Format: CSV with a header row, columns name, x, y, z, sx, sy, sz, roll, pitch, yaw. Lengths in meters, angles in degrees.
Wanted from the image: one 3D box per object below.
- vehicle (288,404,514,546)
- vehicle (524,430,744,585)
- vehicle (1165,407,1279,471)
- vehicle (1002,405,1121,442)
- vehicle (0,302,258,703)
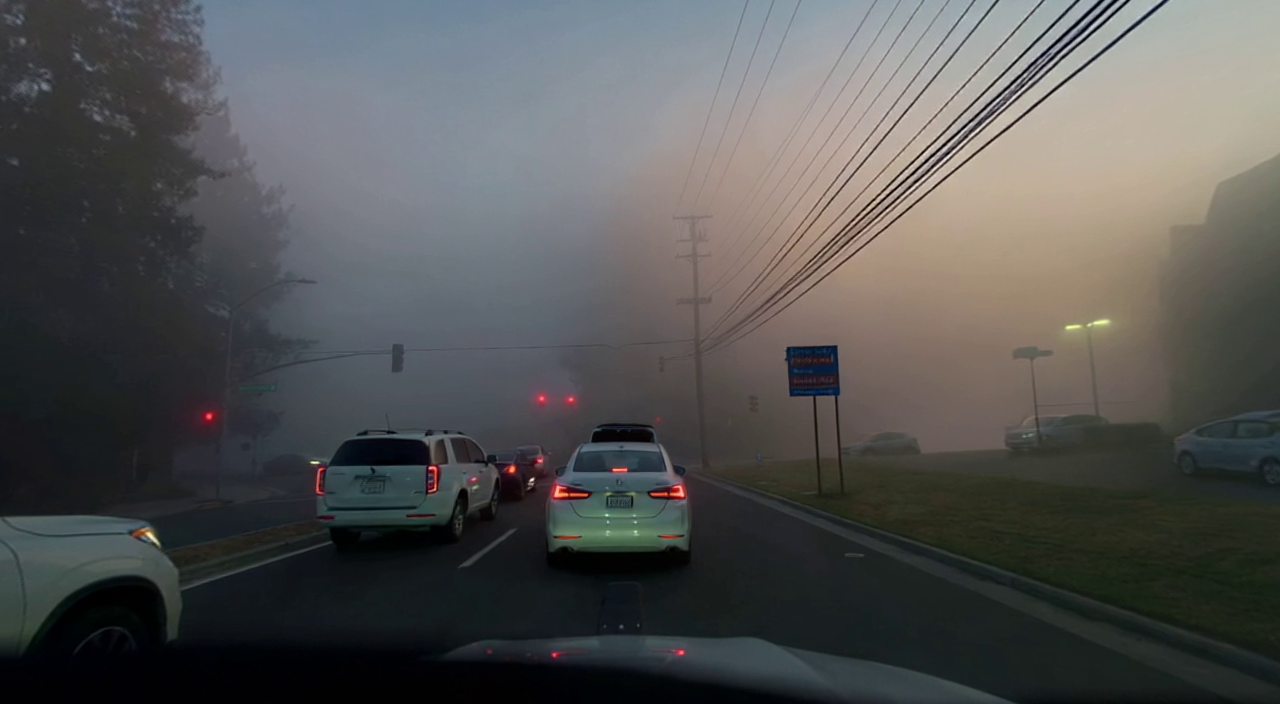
name,x,y,z,sx,sy,sz,roll,pitch,yaw
vehicle,-3.845,2.083,11.372,2.147,1.963,4.927,0,-8,0
vehicle,-0.105,1.800,8.145,2.121,1.474,3.968,0,-8,-2
vehicle,17.020,2.535,18.250,1.858,1.622,4.491,-5,-10,28
vehicle,26.888,4.633,40.488,5.782,2.286,2.223,-1,-9,4
vehicle,-3.600,0.638,1.530,2.085,1.943,5.053,0,-8,1
